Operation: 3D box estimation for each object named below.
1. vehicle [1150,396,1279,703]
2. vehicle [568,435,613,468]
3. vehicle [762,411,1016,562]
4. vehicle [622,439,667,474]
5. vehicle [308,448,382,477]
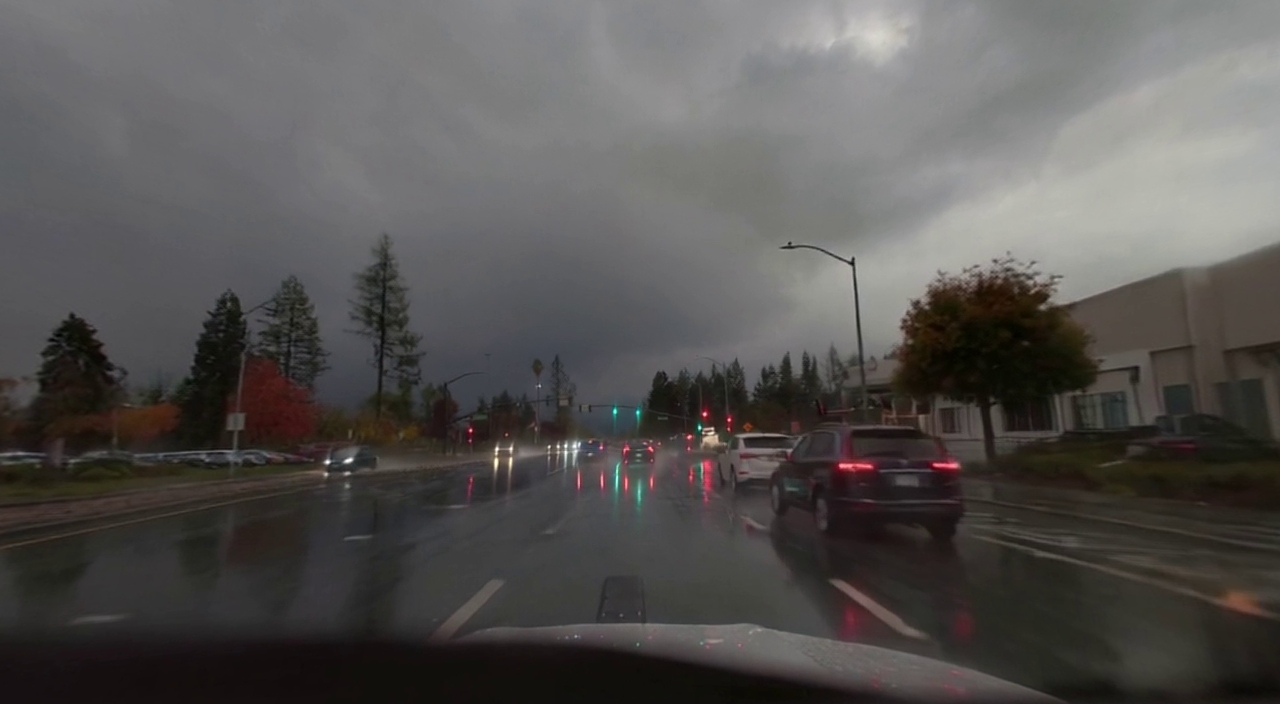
[{"bbox_3d":[3.139,0.613,0.316,1.864,1.484,4.662,0,-9,0],"label":"vehicle"},{"bbox_3d":[-2.888,5.984,38.139,2.280,1.810,4.903,0,-9,1],"label":"vehicle"},{"bbox_3d":[3.254,1.879,9.561,2.037,1.673,4.844,-1,-9,2],"label":"vehicle"},{"bbox_3d":[0.159,4.938,30.085,2.023,1.532,3.891,0,-9,-1],"label":"vehicle"},{"bbox_3d":[-15.470,5.792,33.357,1.846,1.433,4.274,0,-9,0],"label":"vehicle"}]
